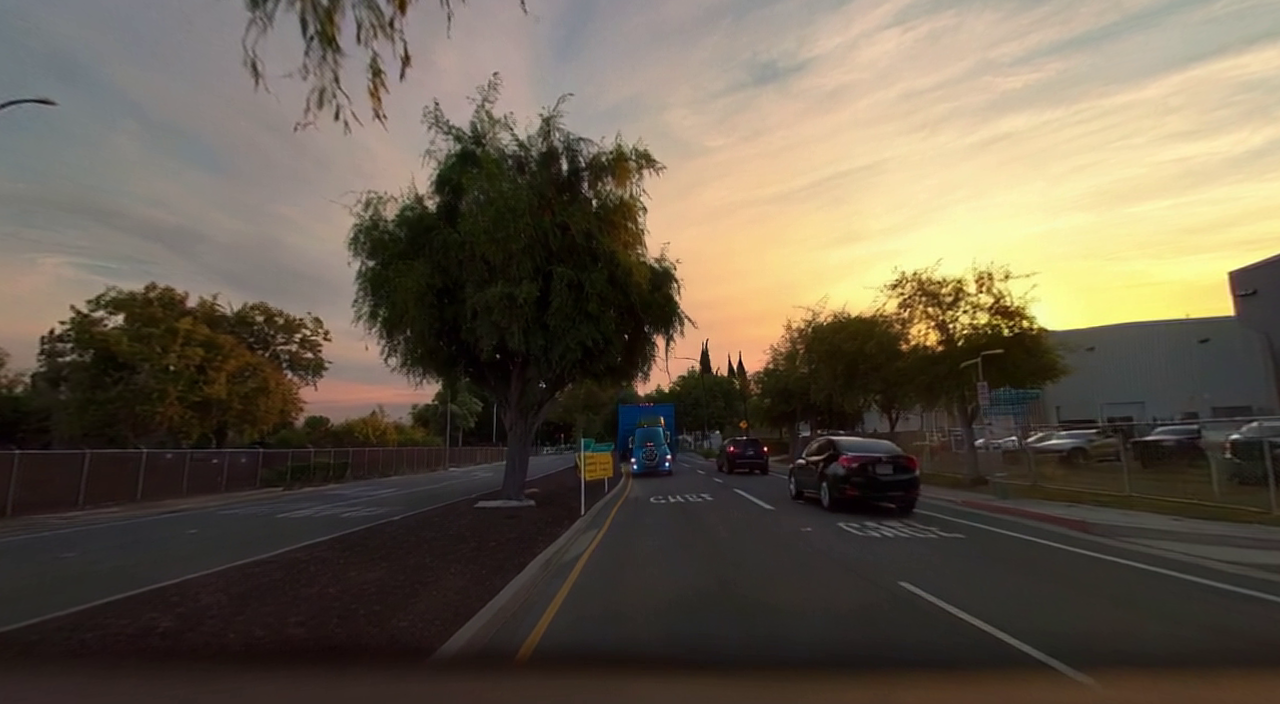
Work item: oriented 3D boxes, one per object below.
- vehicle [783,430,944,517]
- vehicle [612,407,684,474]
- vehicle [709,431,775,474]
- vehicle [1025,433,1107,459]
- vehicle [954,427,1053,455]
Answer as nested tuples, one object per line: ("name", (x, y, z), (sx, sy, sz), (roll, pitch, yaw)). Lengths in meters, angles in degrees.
("vehicle", (4.679, 2.591, 13.975), (2.001, 1.621, 4.208), (0, -8, 0))
("vehicle", (0.465, 4.452, 31.668), (3.197, 2.963, 7.055), (0, -8, 2))
("vehicle", (4.784, 4.813, 30.346), (2.375, 1.857, 5.100), (0, -8, 0))
("vehicle", (22.920, 5.070, 33.958), (3.251, 1.321, 1.555), (0, -8, -1))
("vehicle", (22.838, 5.635, 39.735), (4.995, 1.543, 1.899), (-2, -10, 1))
